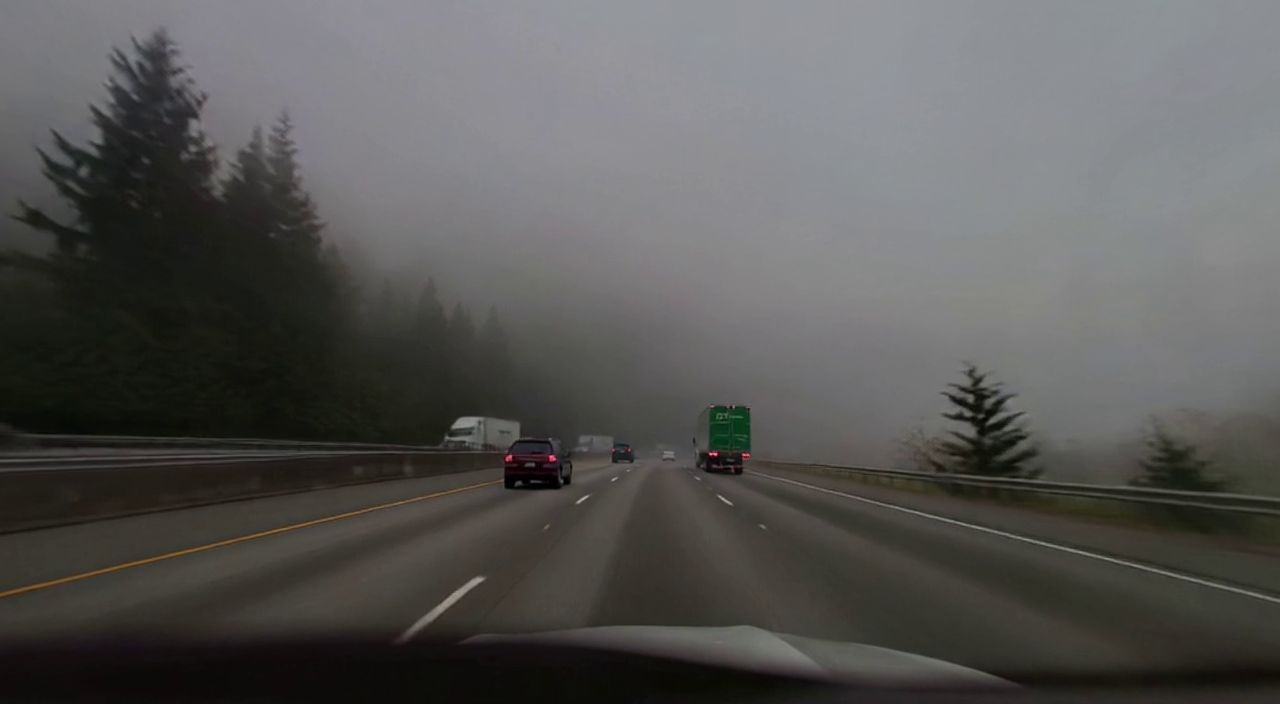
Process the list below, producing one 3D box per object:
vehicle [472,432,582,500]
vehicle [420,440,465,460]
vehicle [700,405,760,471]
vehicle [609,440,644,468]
[{"bbox_3d":[-3.112,3.260,18.426,2.205,1.728,4.397,0,-9,2],"label":"vehicle"},{"bbox_3d":[-15.251,7.613,48.809,1.798,1.455,4.162,-1,-9,5],"label":"vehicle"},{"bbox_3d":[6.089,6.259,45.123,3.057,3.993,13.914,-1,-9,3],"label":"vehicle"},{"bbox_3d":[-0.979,7.913,48.903,2.201,2.038,5.065,-1,-9,4],"label":"vehicle"}]
